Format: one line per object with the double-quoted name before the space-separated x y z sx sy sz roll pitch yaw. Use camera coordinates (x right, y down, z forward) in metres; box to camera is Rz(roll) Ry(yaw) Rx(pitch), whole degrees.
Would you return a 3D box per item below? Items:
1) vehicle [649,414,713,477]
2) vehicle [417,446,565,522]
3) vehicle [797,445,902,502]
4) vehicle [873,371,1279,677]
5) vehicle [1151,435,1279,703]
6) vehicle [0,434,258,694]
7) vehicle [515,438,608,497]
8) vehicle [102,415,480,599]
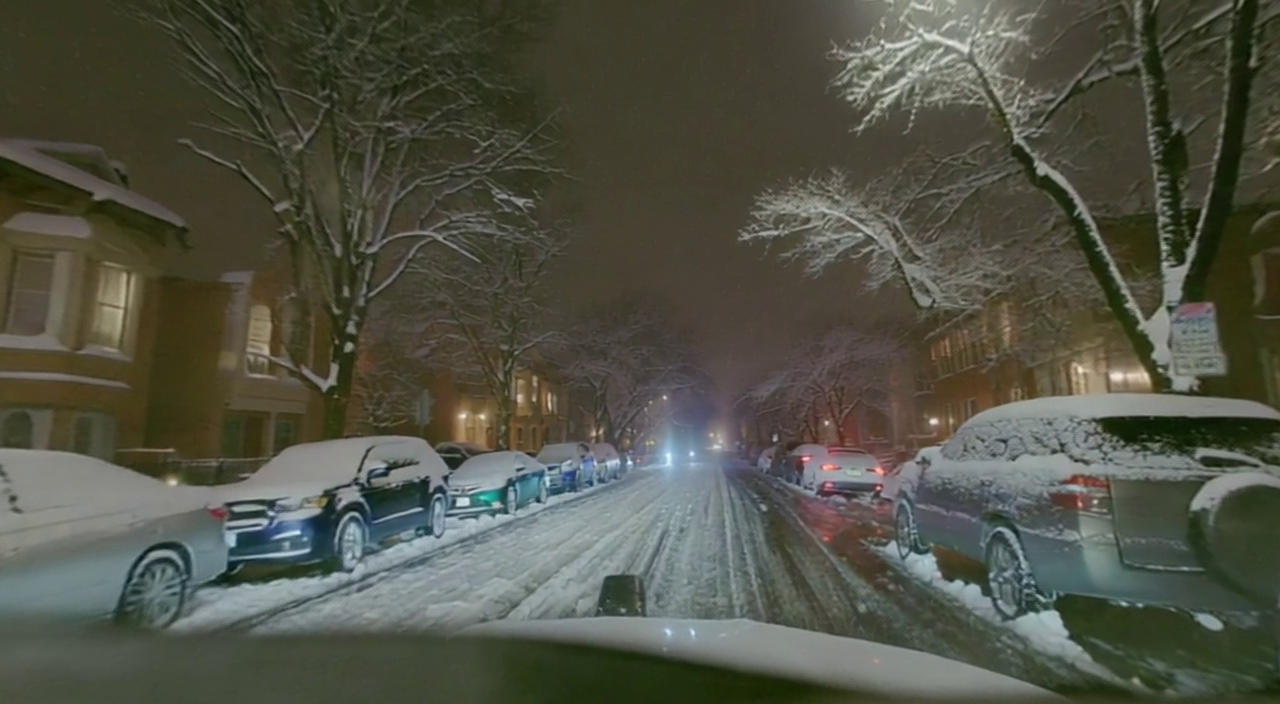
"vehicle" 2.265 4.816 32.583 2.716 2.887 6.781 -1 -8 8
"vehicle" -3.291 3.015 15.125 1.861 1.474 4.749 -1 -8 7
"vehicle" 6.041 3.513 18.745 1.813 1.468 4.267 0 -8 3
"vehicle" 4.170 1.410 6.385 2.182 1.900 4.779 -1 -8 5
"vehicle" 3.661 0.860 1.139 1.992 1.456 4.610 -1 -8 6
"vehicle" -4.692 1.242 3.706 1.855 1.510 4.406 -1 -8 5
"vehicle" -2.560 3.933 22.159 2.002 1.781 5.380 -1 -8 7
"vehicle" -4.193 1.926 8.938 2.203 1.815 4.972 -1 -8 4
